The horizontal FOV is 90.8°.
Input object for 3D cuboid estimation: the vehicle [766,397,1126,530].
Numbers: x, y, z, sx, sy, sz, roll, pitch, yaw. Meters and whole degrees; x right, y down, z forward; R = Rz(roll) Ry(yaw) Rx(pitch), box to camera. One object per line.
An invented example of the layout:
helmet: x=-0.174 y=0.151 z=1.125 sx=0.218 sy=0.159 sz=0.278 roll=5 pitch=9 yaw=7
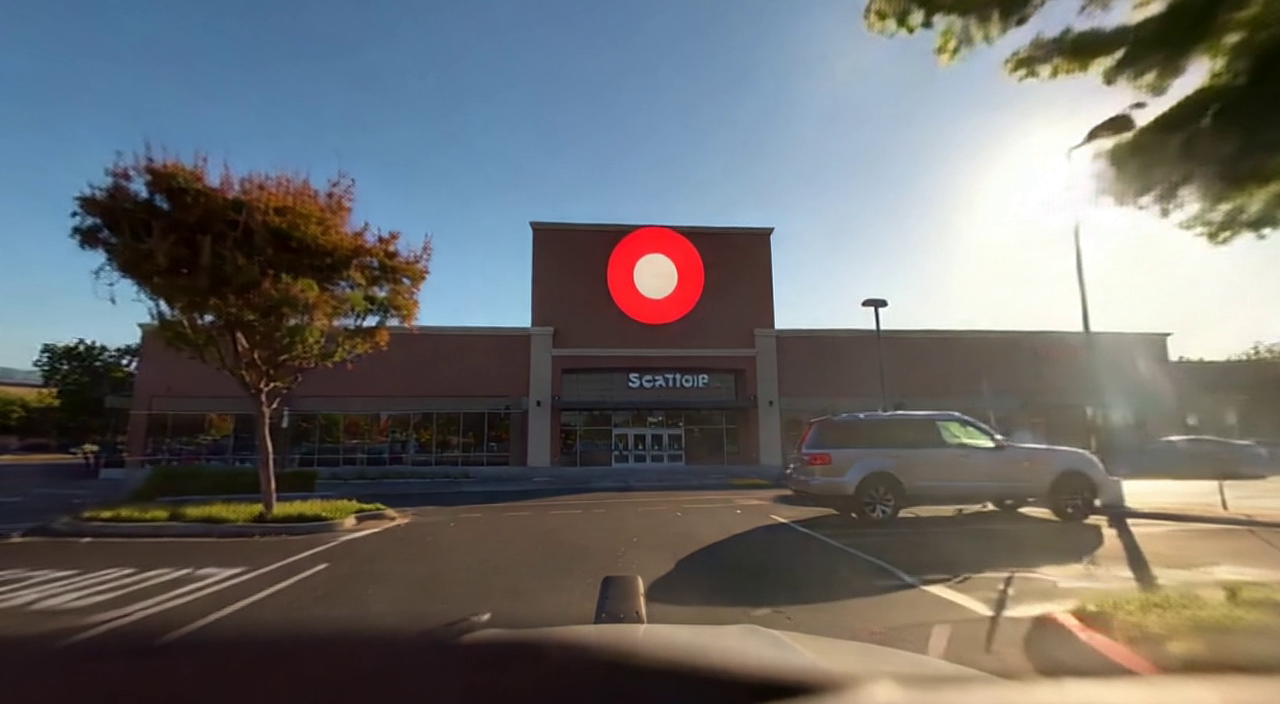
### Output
vehicle: x=4.909 y=1.815 z=10.742 sx=4.864 sy=1.916 sz=2.413 roll=0 pitch=-8 yaw=-7
